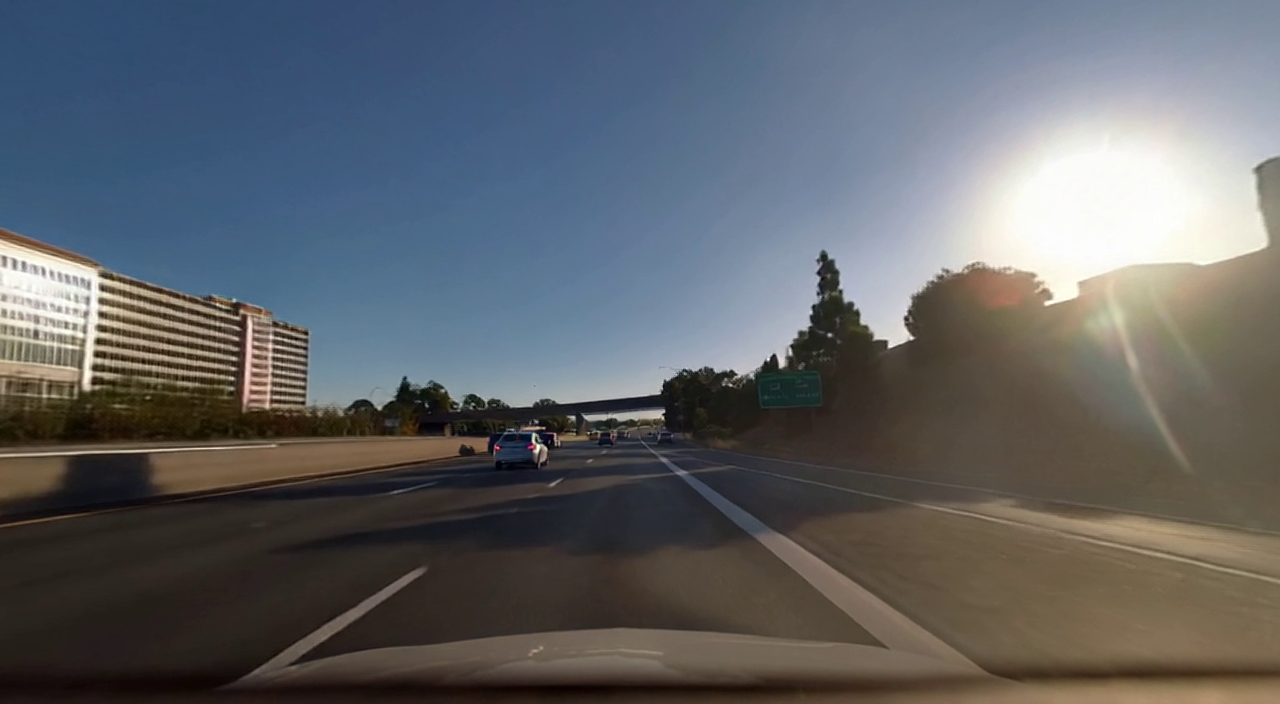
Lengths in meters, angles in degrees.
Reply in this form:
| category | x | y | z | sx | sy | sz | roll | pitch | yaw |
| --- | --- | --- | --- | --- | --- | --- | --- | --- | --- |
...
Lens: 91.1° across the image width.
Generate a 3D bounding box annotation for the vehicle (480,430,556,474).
| category | x | y | z | sx | sy | sz | roll | pitch | yaw |
| --- | --- | --- | --- | --- | --- | --- | --- | --- | --- |
| vehicle | -4.506 | 3.750 | 23.894 | 1.996 | 1.490 | 4.571 | 0 | -8 | 0 |
